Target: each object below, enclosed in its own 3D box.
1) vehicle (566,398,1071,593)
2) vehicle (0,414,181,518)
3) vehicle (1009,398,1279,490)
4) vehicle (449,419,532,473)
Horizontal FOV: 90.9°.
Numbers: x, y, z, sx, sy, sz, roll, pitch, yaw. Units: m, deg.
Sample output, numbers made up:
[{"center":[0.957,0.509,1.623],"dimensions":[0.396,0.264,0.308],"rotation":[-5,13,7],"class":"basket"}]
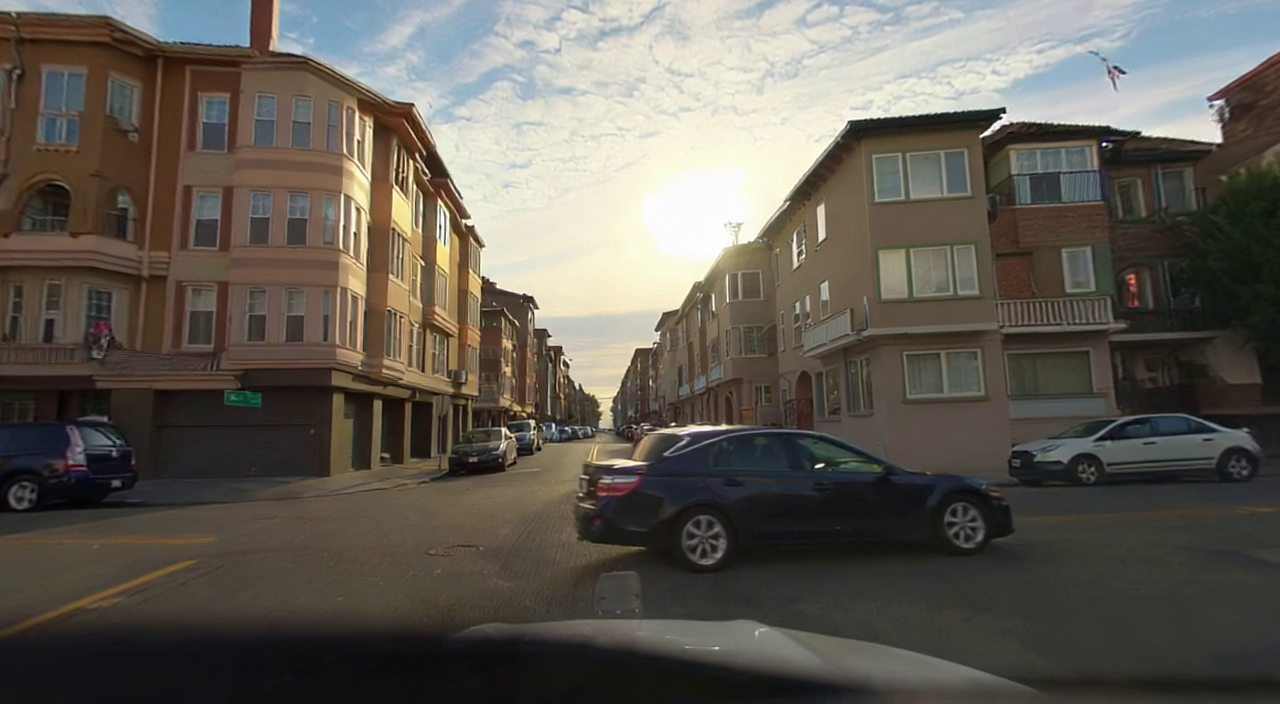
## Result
[{"center":[1.521,1.288,6.413],"dimensions":[4.469,1.566,1.993],"rotation":[1,-6,-7],"class":"vehicle"},{"center":[-11.155,1.927,10.934],"dimensions":[4.679,1.631,2.025],"rotation":[0,-8,-2],"class":"vehicle"},{"center":[9.729,1.666,11.520],"dimensions":[4.711,1.506,1.983],"rotation":[0,-8,-3],"class":"vehicle"},{"center":[-4.403,2.821,19.090],"dimensions":[1.882,1.459,3.518],"rotation":[0,-8,-4],"class":"vehicle"}]
